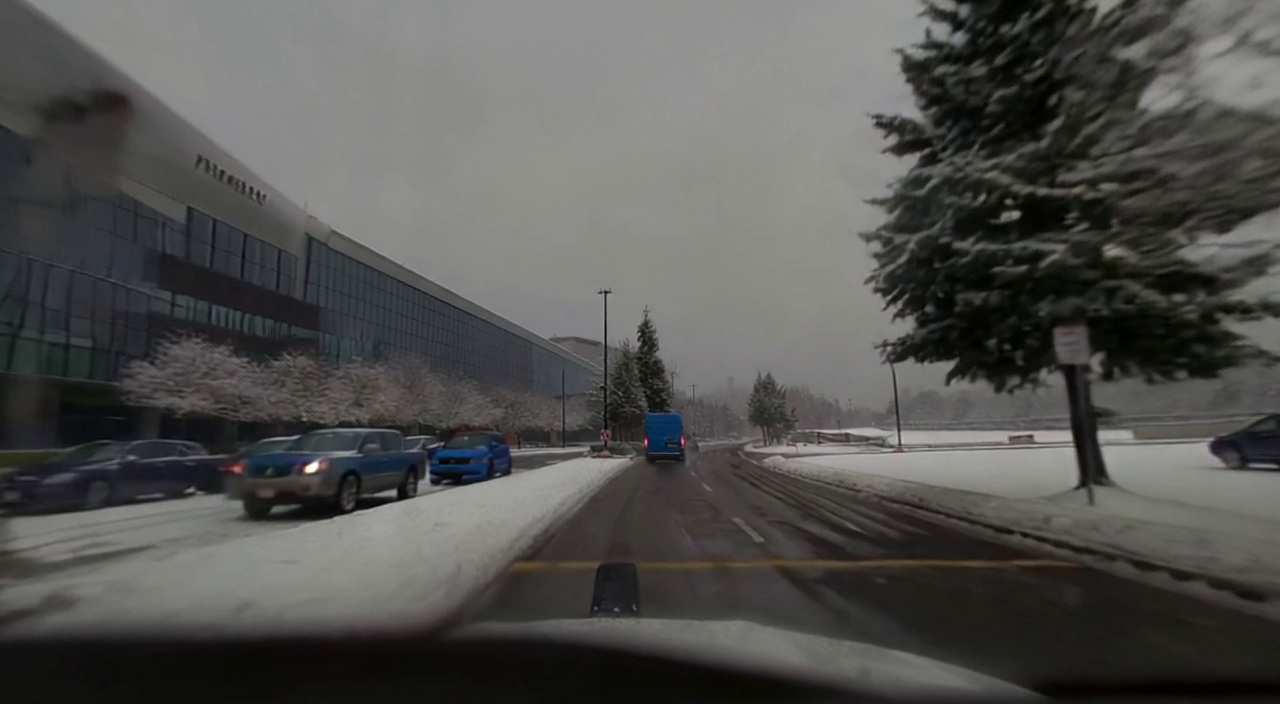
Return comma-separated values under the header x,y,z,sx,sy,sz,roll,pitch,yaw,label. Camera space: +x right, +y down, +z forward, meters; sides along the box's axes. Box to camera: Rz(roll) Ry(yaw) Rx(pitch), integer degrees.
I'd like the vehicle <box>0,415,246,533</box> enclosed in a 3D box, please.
x,y,z,sx,sy,sz,roll,pitch,yaw,label
-9.207,2.024,10.831,1.891,1.575,4.559,-2,-9,1,vehicle

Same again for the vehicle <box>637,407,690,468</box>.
x,y,z,sx,sy,sz,roll,pitch,yaw,label
1.313,4.330,32.003,2.435,2.816,5.232,-1,-8,5,vehicle

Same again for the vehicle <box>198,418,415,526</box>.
x,y,z,sx,sy,sz,roll,pitch,yaw,label
-5.692,2.091,11.351,1.893,1.587,3.595,-1,-9,0,vehicle

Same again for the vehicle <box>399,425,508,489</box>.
x,y,z,sx,sy,sz,roll,pitch,yaw,label
-5.458,3.149,19.065,1.935,1.633,4.247,-2,-9,1,vehicle
